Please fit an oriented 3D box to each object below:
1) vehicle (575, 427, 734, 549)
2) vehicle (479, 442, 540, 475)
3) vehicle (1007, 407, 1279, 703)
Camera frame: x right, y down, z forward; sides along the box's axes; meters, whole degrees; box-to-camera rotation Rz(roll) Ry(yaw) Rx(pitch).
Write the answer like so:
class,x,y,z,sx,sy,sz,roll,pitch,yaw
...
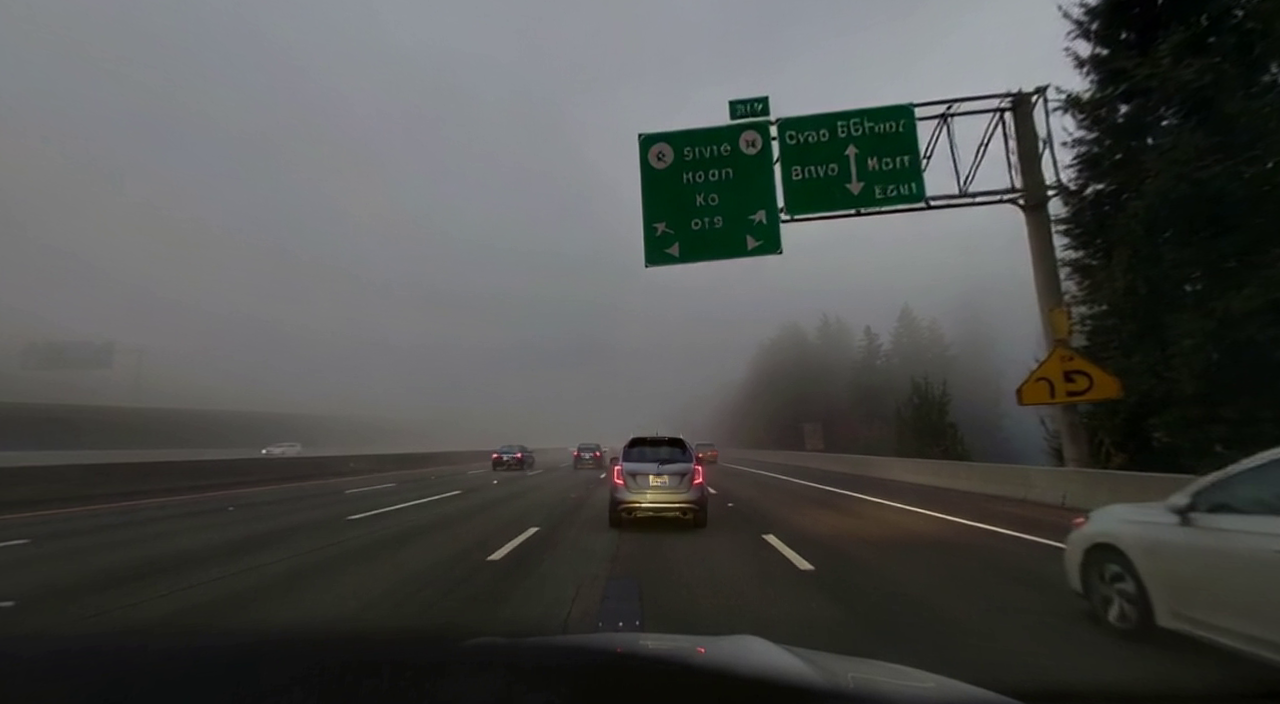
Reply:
class,x,y,z,sx,sy,sz,roll,pitch,yaw
vehicle,0.187,2.044,10.082,2.044,1.554,3.824,0,-9,0
vehicle,-6.681,5.508,32.707,2.035,1.558,4.773,0,-9,1
vehicle,3.998,0.983,2.737,2.002,1.499,4.710,0,-9,1
